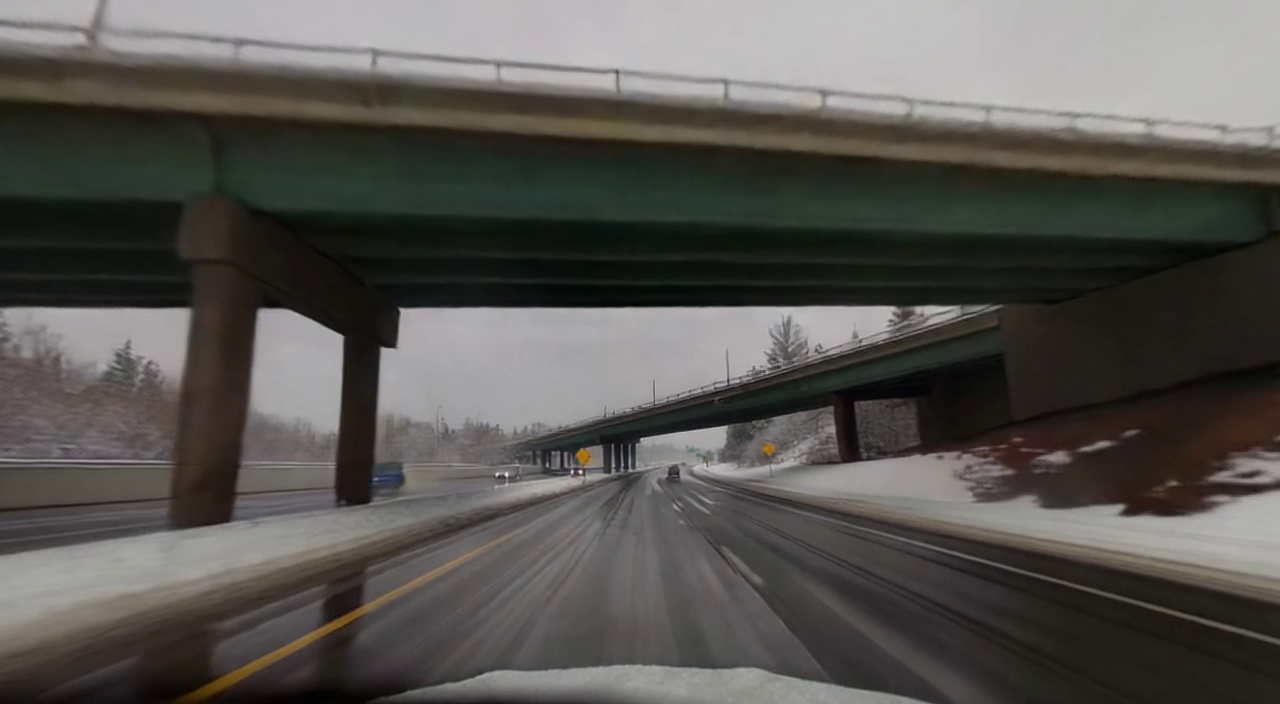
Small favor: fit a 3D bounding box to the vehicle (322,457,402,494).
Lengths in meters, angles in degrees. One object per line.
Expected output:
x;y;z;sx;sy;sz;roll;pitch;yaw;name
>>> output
-13.320;5.956;30.461;1.873;1.606;4.212;1;-10;0;vehicle
